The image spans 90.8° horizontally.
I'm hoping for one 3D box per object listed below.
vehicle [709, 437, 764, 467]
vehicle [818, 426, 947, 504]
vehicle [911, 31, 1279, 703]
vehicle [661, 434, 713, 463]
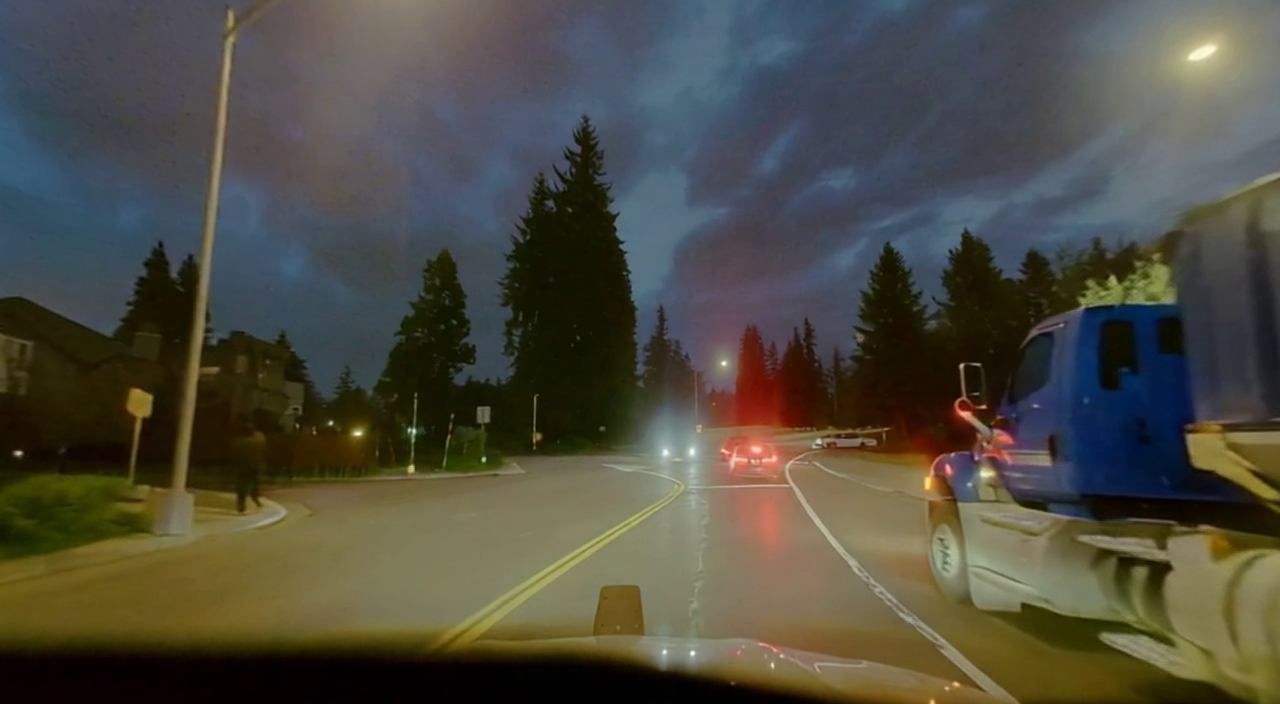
[{"bbox_3d":[5.334,5.603,35.478,1.716,1.583,3.770,2,-9,-13],"label":"vehicle"},{"bbox_3d":[6.211,2.921,16.723,2.030,1.774,3.884,0,-8,4],"label":"vehicle"},{"bbox_3d":[3.528,0.309,1.839,3.098,2.601,6.758,-1,-6,6],"label":"vehicle"},{"bbox_3d":[3.126,6.633,43.358,1.997,1.853,4.654,3,-9,-17],"label":"vehicle"}]
